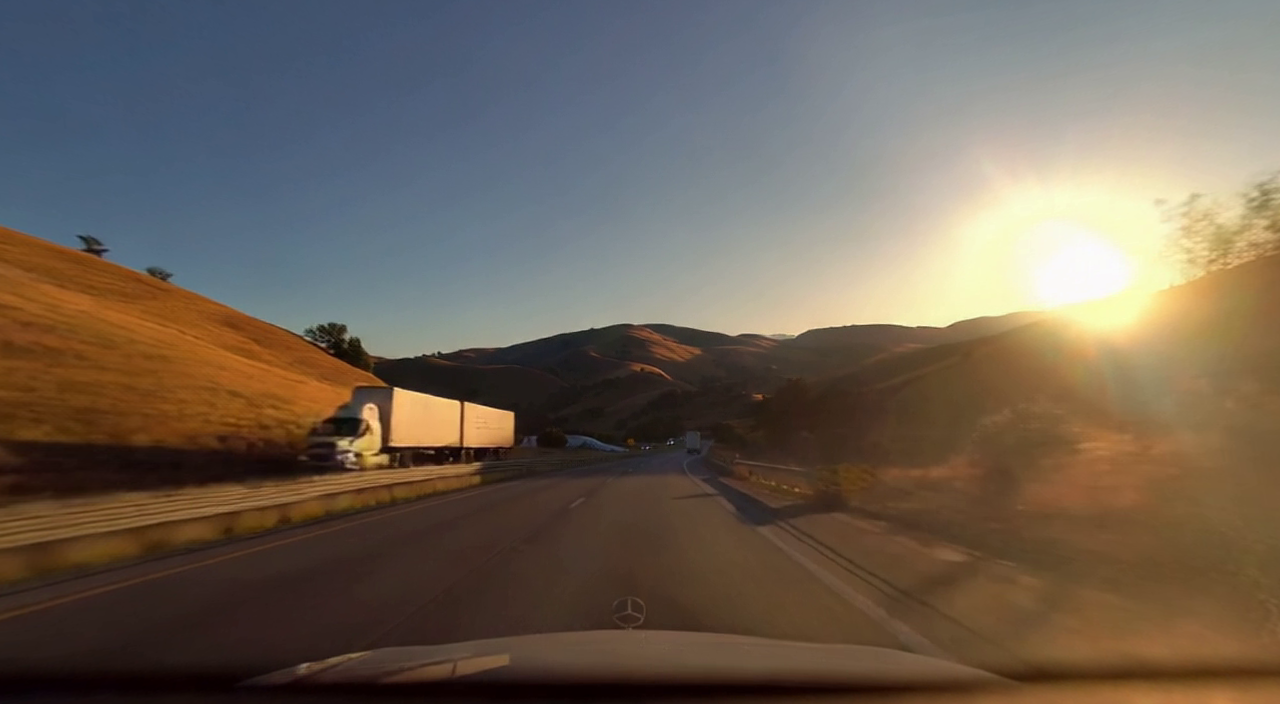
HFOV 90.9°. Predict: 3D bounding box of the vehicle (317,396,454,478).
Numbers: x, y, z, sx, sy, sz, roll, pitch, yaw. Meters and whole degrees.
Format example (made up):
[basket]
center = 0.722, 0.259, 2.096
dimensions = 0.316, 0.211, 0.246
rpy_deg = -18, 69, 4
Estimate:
[vehicle]
center = -12.597, 4.441, 32.372
dimensions = 3.043, 3.571, 8.922
rpy_deg = 0, -9, 2
